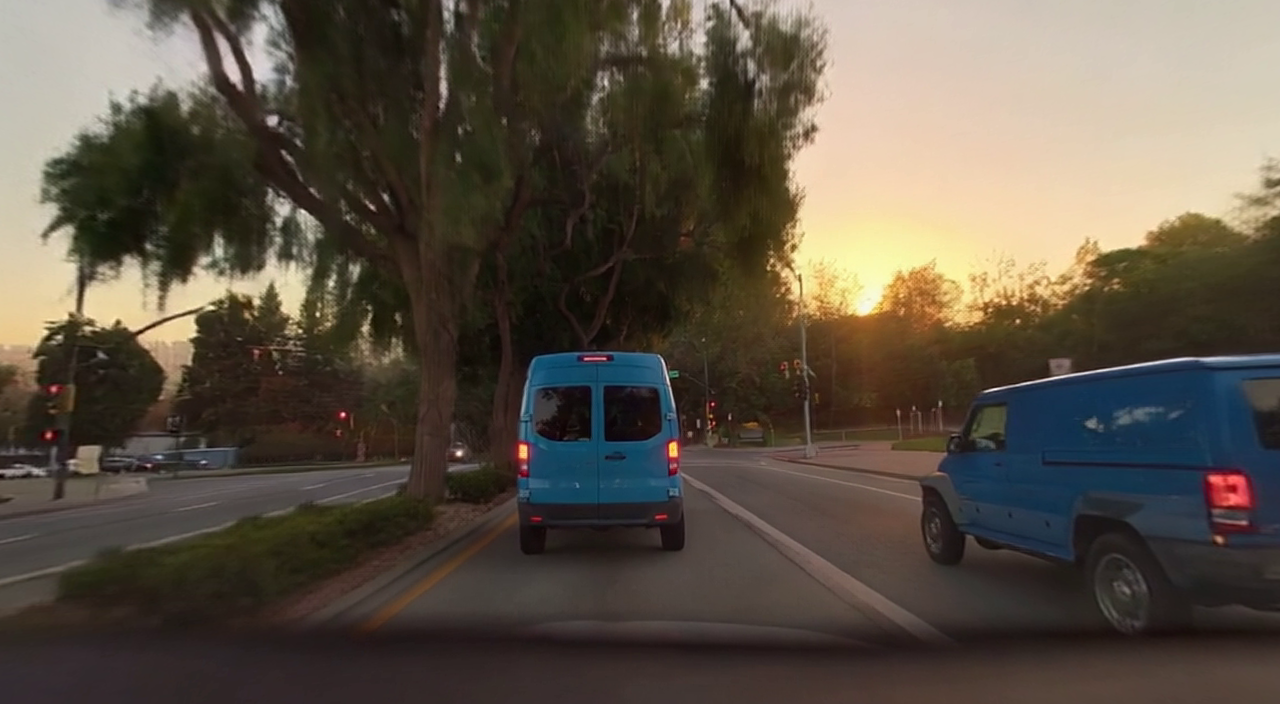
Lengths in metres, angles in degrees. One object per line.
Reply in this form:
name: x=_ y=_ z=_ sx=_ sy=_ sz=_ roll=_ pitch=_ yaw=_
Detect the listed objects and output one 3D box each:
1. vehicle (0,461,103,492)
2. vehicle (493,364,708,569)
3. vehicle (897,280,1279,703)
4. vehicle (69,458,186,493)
vehicle: x=-35.351 y=7.417 z=37.779 sx=4.573 sy=1.691 sz=1.877 roll=0 pitch=-9 yaw=-4
vehicle: x=-0.356 y=1.456 z=8.569 sx=2.145 sy=2.046 sz=4.309 roll=0 pitch=-8 yaw=1
vehicle: x=3.663 y=0.905 z=4.420 sx=1.988 sy=1.873 sz=3.968 roll=0 pitch=-8 yaw=0
vehicle: x=-27.453 y=6.572 z=33.885 sx=4.857 sy=1.729 sz=2.029 roll=-1 pitch=-8 yaw=10
